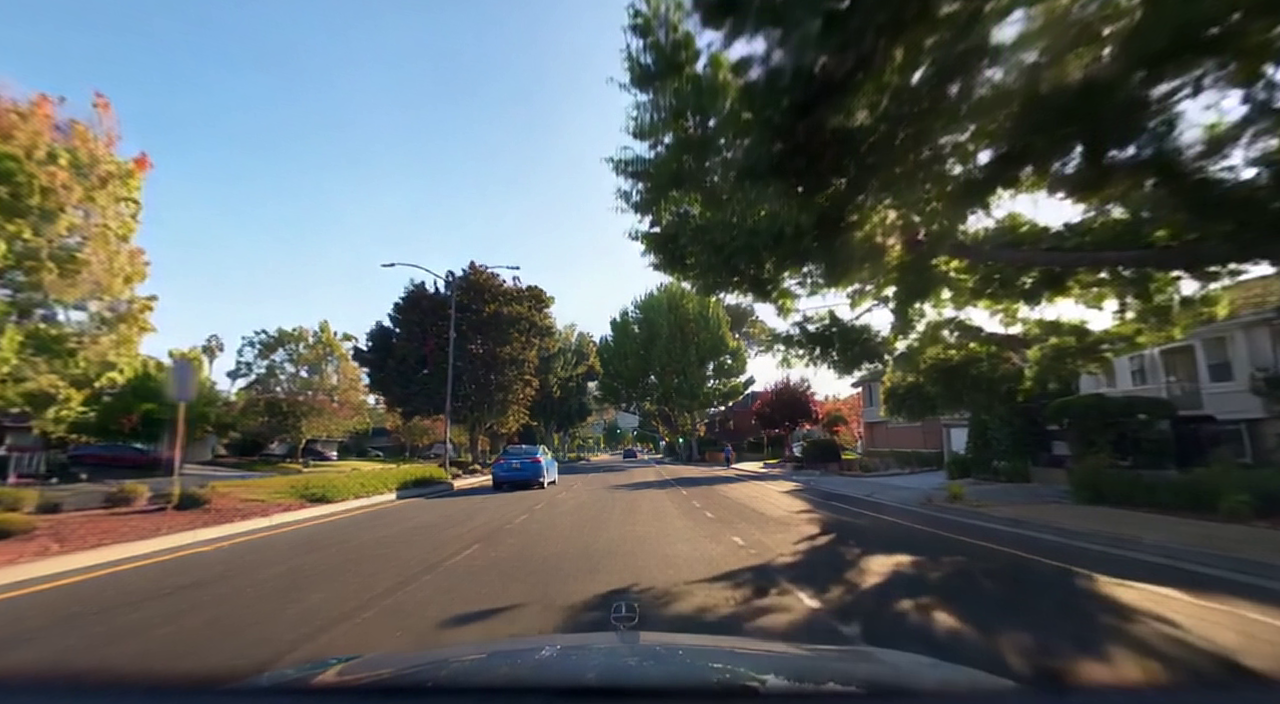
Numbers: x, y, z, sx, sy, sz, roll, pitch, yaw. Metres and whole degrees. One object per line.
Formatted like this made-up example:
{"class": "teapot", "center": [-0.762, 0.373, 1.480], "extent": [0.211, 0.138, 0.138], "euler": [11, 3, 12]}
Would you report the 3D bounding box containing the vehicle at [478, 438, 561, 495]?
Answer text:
{"class": "vehicle", "center": [-4.014, 3.880, 21.841], "extent": [1.993, 1.733, 4.262], "euler": [-1, -9, 1]}
